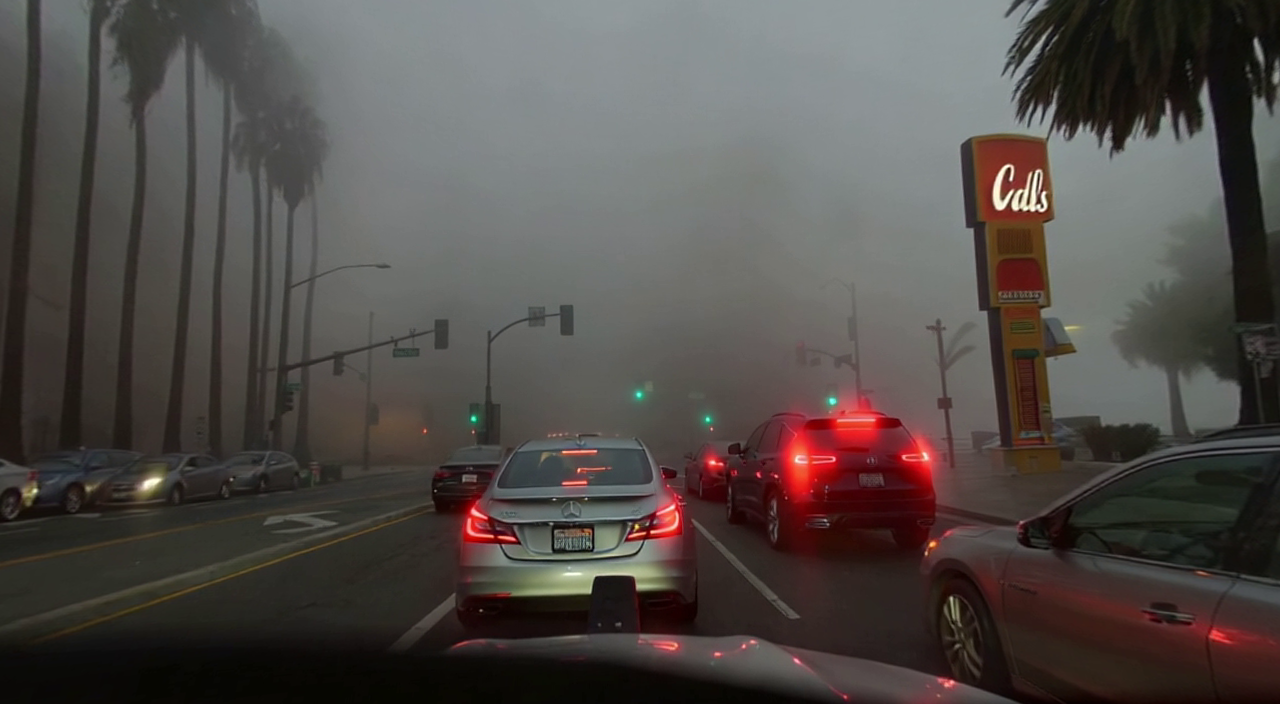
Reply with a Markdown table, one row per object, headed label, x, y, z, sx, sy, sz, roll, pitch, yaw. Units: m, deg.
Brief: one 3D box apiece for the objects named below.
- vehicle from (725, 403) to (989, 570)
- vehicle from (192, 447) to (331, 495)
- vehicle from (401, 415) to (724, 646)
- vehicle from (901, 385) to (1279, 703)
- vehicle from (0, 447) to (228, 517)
| label | x | y | z | sx | sy | sz | roll | pitch | yaw |
| --- | --- | --- | --- | --- | --- | --- | --- | --- | --- |
| vehicle | 2.639 | 1.775 | 9.078 | 2.096 | 1.775 | 4.440 | 0 | -9 | -1 |
| vehicle | -12.861 | 4.025 | 21.889 | 1.856 | 1.455 | 4.700 | 0 | -9 | 0 |
| vehicle | -0.519 | 1.472 | 6.235 | 2.096 | 1.492 | 4.071 | 0 | -9 | 0 |
| vehicle | 2.620 | 0.812 | 1.481 | 2.085 | 1.469 | 4.458 | 0 | -9 | 0 |
| vehicle | -12.857 | 3.142 | 15.928 | 1.870 | 1.475 | 4.531 | 0 | -9 | 0 |
